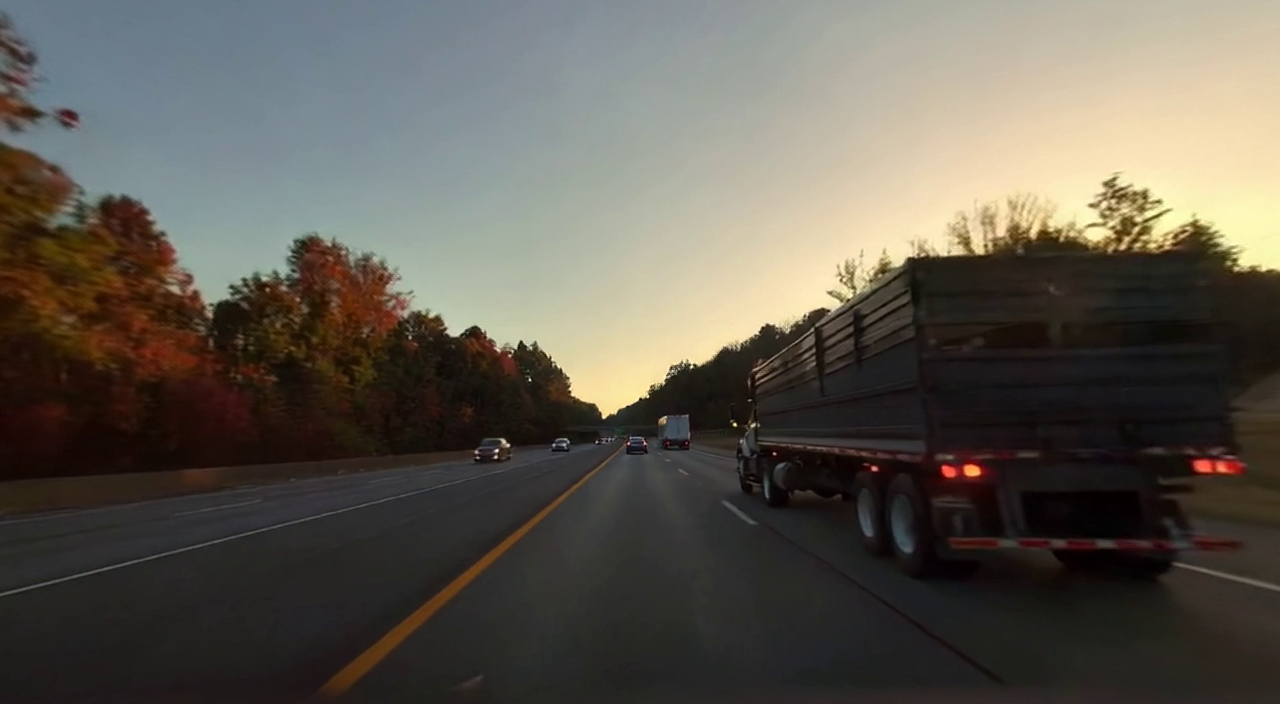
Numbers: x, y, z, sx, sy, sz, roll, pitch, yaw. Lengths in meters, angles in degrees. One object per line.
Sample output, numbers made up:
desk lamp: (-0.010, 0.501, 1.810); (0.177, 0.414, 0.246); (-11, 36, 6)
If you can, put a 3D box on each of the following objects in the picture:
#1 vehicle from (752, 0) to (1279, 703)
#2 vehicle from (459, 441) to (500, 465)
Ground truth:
vehicle: (3.966, 0.149, 6.337); (2.919, 4.004, 13.911); (0, -8, -1)
vehicle: (-11.571, 7.270, 45.613); (1.890, 1.614, 4.227); (0, -8, 0)
